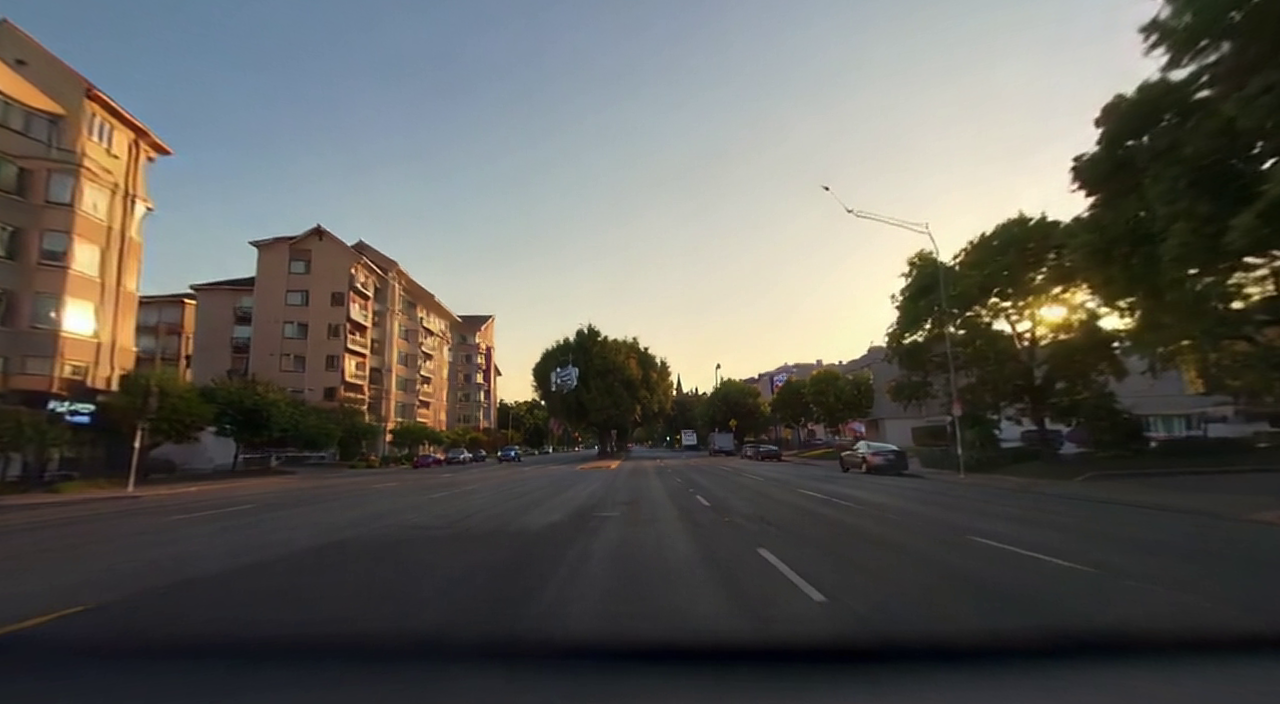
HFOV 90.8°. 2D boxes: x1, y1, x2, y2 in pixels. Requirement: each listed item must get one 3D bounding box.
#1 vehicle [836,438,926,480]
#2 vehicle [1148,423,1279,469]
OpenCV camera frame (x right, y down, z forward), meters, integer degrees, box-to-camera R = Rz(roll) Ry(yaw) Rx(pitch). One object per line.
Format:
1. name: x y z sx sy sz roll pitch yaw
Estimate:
1. vehicle: 10.590 4.698 28.168 2.078 1.688 4.557 1 -8 -1
2. vehicle: 20.746 3.302 22.216 1.760 1.438 4.642 1 -8 -3
